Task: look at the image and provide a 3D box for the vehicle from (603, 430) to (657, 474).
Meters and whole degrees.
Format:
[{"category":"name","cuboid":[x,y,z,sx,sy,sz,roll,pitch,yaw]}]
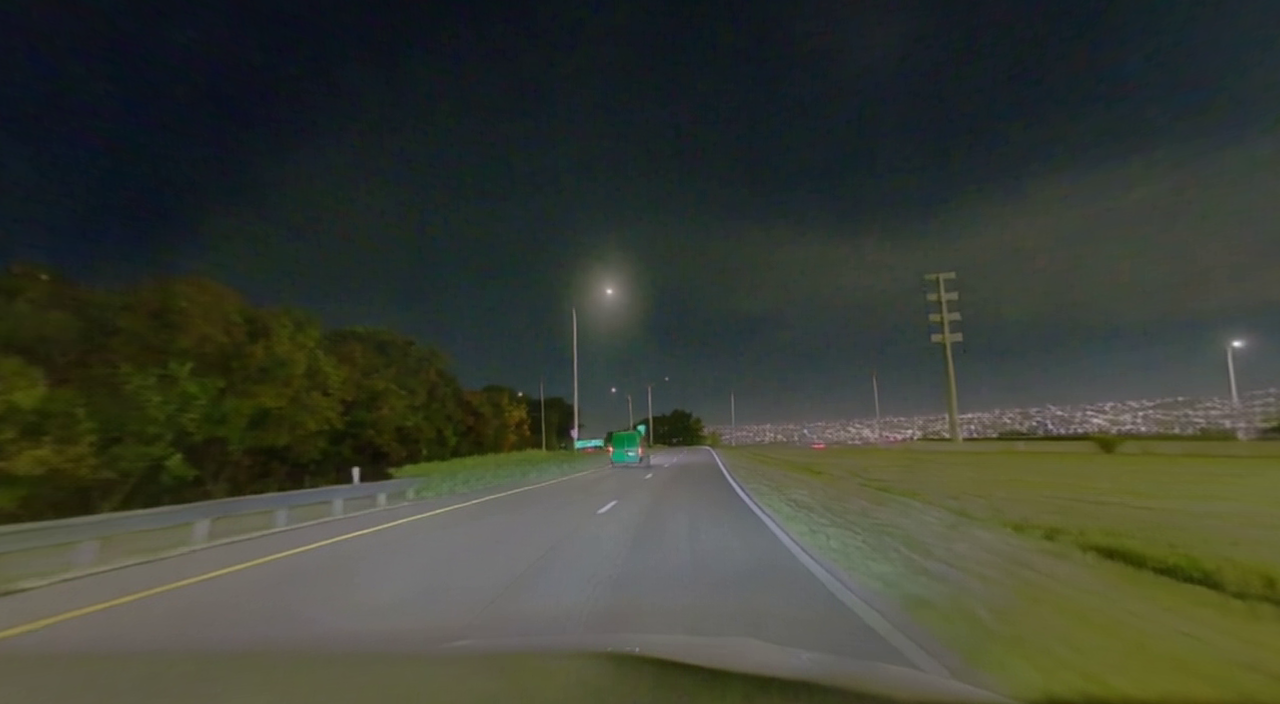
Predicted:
[{"category":"vehicle","cuboid":[-0.424,5.077,32.090,2.270,2.023,4.632,-1,-9,5]}]
